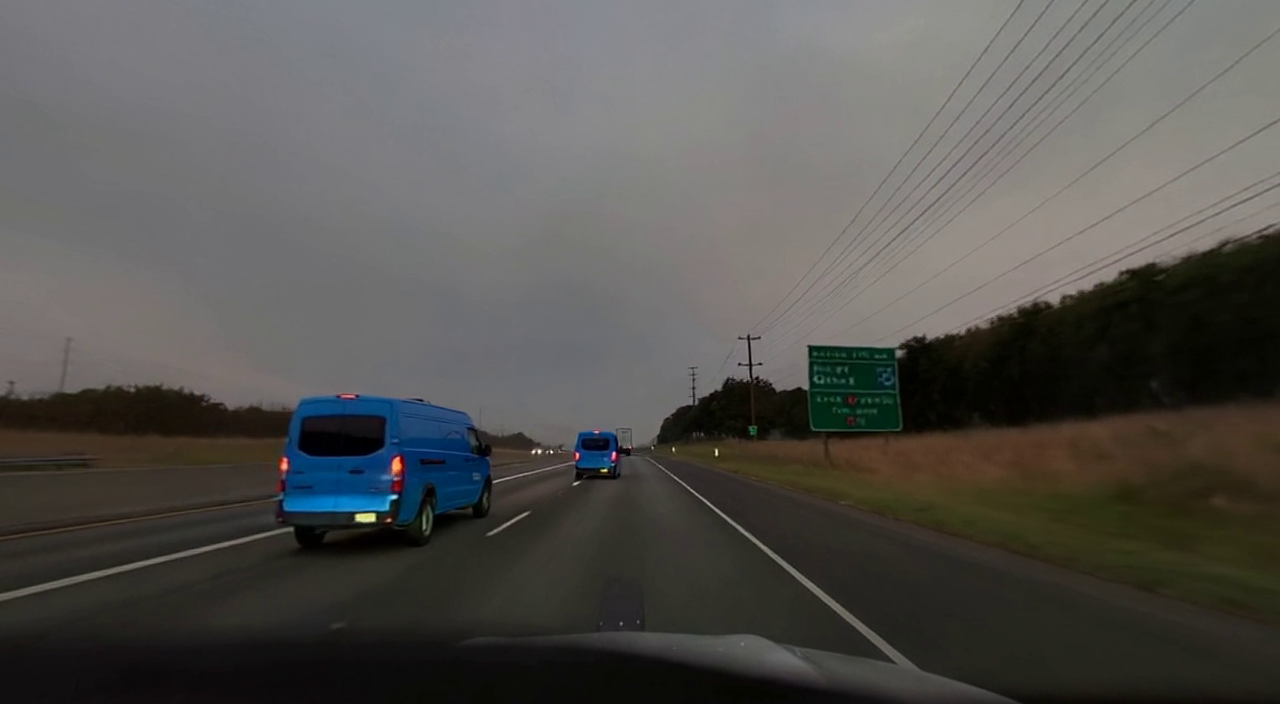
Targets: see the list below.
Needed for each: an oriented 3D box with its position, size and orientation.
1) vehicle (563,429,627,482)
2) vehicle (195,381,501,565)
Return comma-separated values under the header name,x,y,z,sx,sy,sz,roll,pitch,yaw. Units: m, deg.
name,x,y,z,sx,sy,sz,roll,pitch,yaw
vehicle,-1.748,4.341,26.582,2.197,2.011,5.130,0,-9,1
vehicle,-3.767,1.712,9.487,2.145,2.010,4.980,0,-9,0
